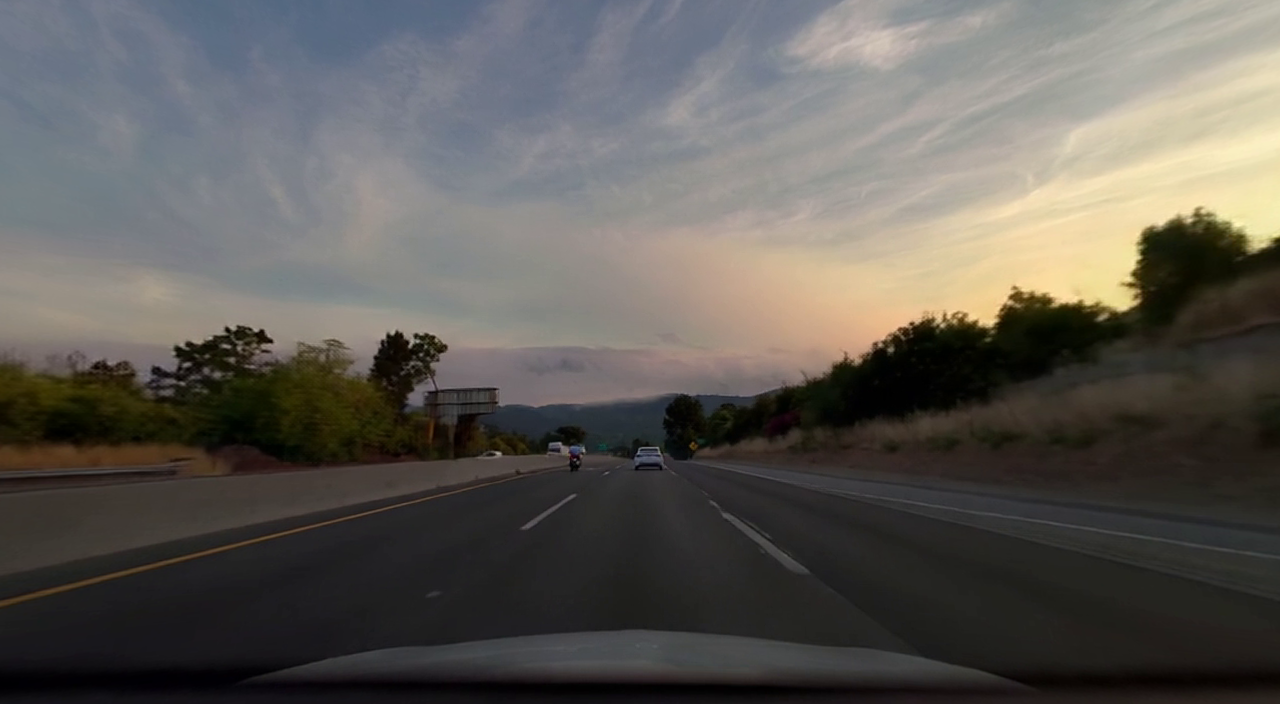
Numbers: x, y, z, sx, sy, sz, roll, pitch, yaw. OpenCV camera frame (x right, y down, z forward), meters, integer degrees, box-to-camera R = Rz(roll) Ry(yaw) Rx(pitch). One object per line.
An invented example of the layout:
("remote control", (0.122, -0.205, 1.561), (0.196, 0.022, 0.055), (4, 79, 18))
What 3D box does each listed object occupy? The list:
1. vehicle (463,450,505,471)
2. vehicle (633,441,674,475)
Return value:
("vehicle", (-11.863, 8.252, 48.150), (2.009, 1.464, 4.489), (0, -9, 1))
("vehicle", (0.753, 6.105, 36.534), (2.247, 1.825, 4.036), (0, -9, 0))
